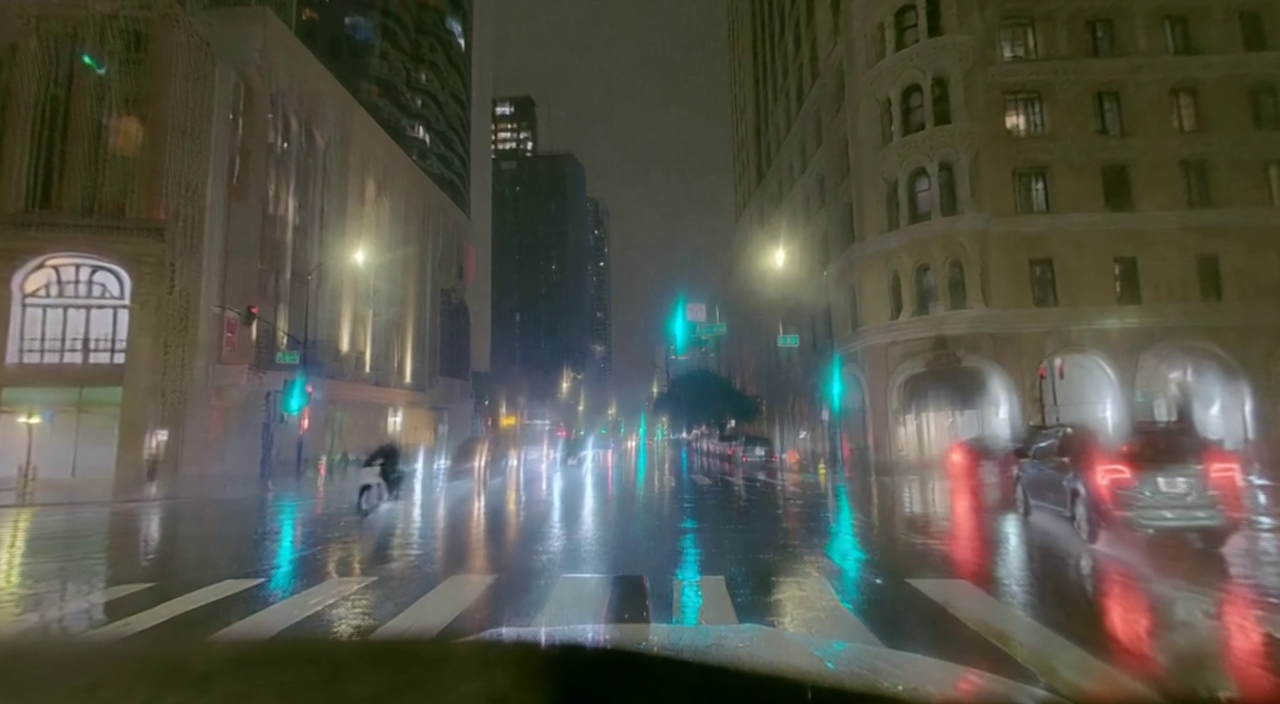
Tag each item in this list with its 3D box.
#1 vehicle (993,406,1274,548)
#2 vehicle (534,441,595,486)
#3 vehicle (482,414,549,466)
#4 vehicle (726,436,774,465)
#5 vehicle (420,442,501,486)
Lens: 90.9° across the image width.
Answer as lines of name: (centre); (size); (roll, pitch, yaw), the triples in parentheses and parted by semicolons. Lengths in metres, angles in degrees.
vehicle: (6.761, 1.718, 9.394); (1.912, 1.505, 4.889); (-3, -9, 22)
vehicle: (-2.705, 3.906, 22.431); (1.904, 1.402, 4.759); (1, -8, -7)
vehicle: (-8.921, 6.506, 46.426); (2.981, 3.391, 9.957); (0, -8, -1)
vehicle: (6.261, 5.651, 36.293); (1.926, 1.574, 3.961); (0, -8, -2)
vehicle: (-6.695, 4.193, 23.917); (1.861, 1.508, 4.052); (0, -8, 0)
